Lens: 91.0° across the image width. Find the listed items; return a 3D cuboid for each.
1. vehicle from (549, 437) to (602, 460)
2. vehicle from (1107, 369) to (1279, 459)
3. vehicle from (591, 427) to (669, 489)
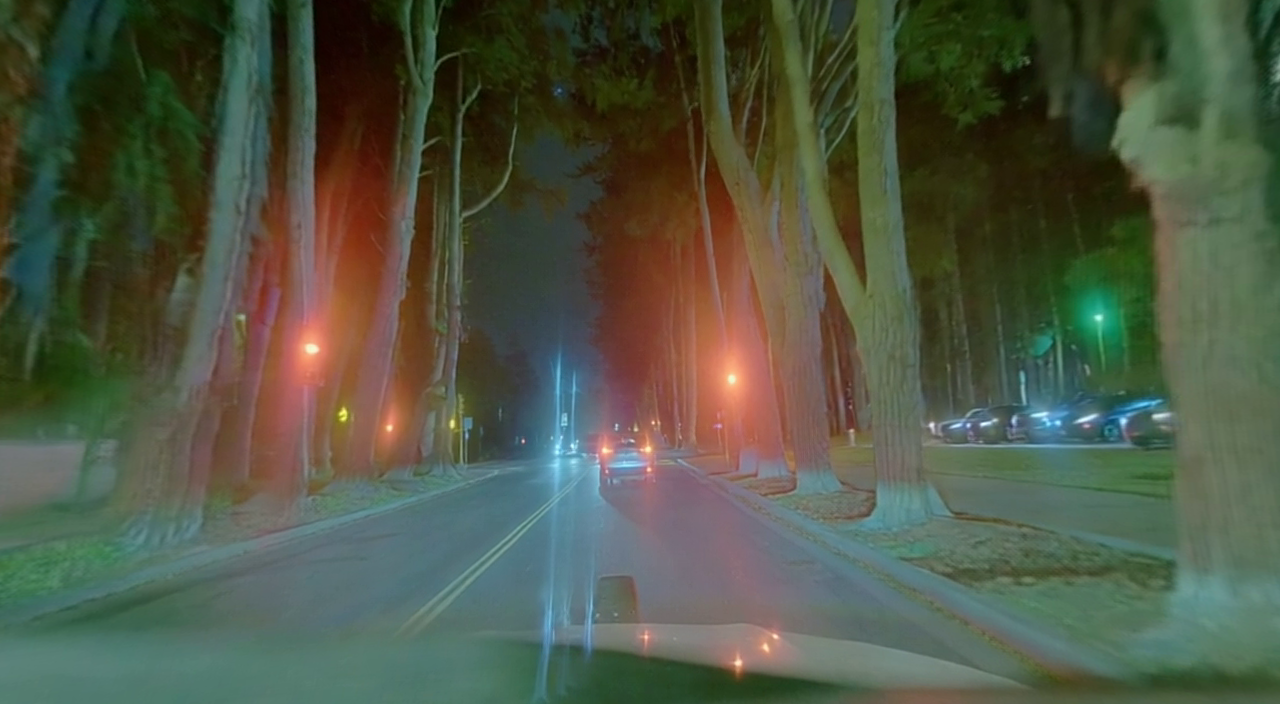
[{"bbox_3d":[-5.079,7.501,48.988,1.966,1.651,4.401,6,-11,-40],"label":"vehicle"},{"bbox_3d":[12.481,1.192,12.918,4.052,1.595,2.062,-4,-5,3],"label":"vehicle"},{"bbox_3d":[-0.259,3.203,19.406,2.142,1.686,3.816,-1,-8,1],"label":"vehicle"}]
